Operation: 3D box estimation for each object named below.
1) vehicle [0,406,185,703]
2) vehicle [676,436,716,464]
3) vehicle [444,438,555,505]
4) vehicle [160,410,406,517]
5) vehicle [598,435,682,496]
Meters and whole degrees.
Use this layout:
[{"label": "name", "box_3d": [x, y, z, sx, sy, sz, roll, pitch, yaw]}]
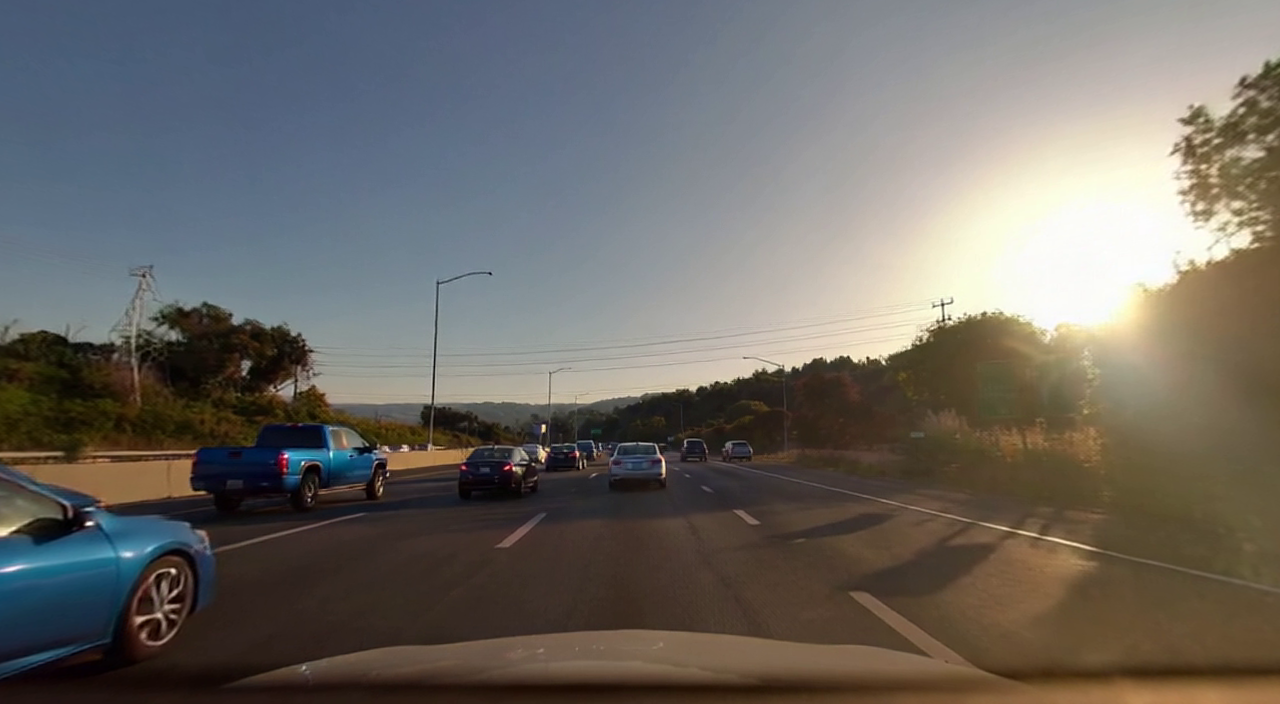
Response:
[{"label": "vehicle", "box_3d": [-3.611, 0.775, 1.214, 1.955, 1.481, 4.604, -1, -8, 1]}, {"label": "vehicle", "box_3d": [3.775, 6.703, 43.273, 2.113, 1.800, 5.376, 0, -8, -1]}, {"label": "vehicle", "box_3d": [-3.386, 2.944, 16.051, 1.899, 1.437, 4.131, 0, -8, 0]}, {"label": "vehicle", "box_3d": [-7.530, 2.435, 14.325, 2.194, 1.922, 5.637, 0, -8, 1]}, {"label": "vehicle", "box_3d": [-0.019, 3.178, 18.105, 2.102, 1.499, 4.439, 0, -8, -1]}]
